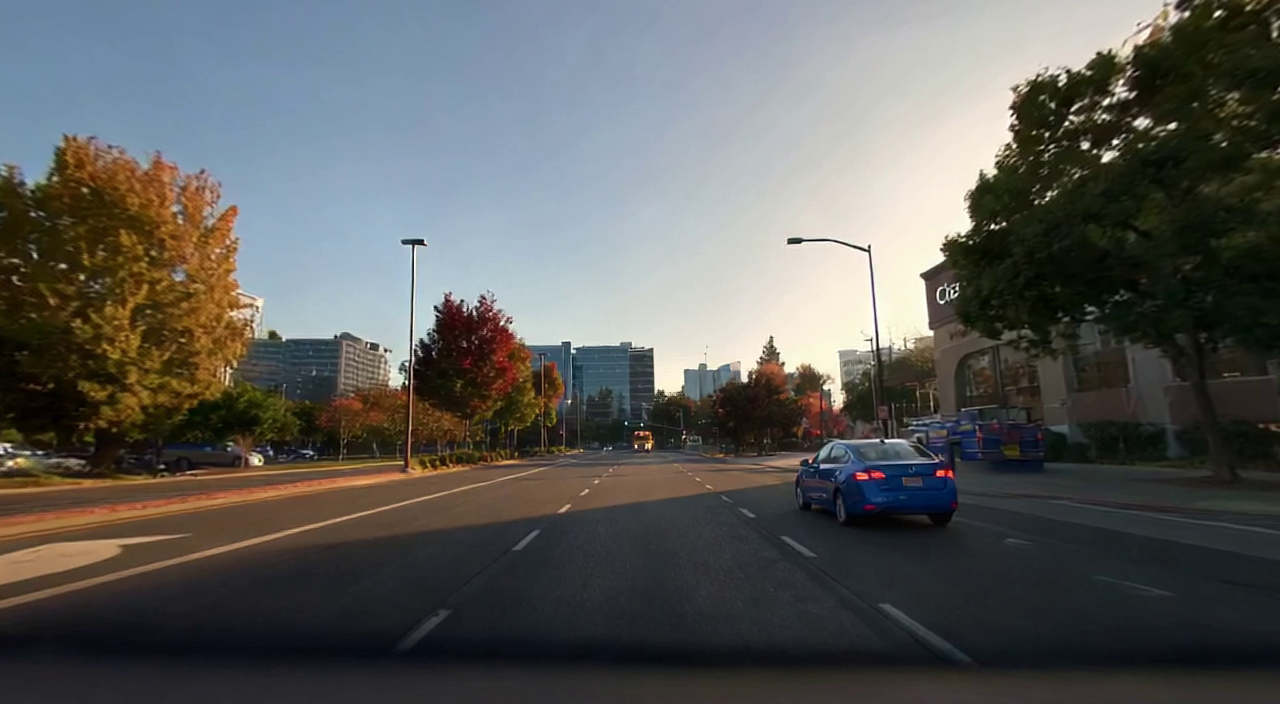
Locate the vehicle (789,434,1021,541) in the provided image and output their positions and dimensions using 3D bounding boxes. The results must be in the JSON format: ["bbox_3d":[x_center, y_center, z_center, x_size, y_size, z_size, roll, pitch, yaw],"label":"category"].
[{"bbox_3d":[4.185,2.204,11.013,2.005,1.442,4.675,0,-8,0],"label":"vehicle"}]
